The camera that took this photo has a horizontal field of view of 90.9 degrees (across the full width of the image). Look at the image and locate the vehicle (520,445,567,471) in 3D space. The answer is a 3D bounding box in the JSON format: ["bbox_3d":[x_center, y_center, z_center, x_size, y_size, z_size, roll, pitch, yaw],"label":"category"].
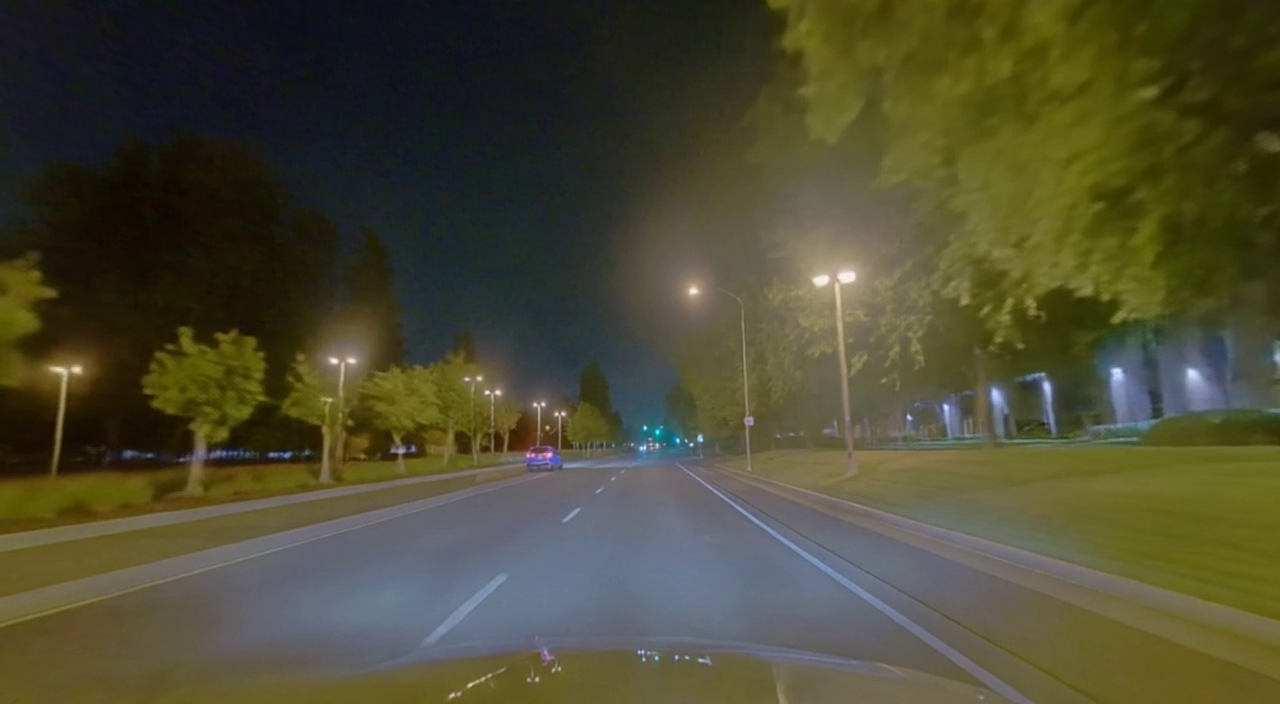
[{"bbox_3d":[-5.770,6.364,38.260,1.945,1.461,4.605,-1,-8,2],"label":"vehicle"}]
